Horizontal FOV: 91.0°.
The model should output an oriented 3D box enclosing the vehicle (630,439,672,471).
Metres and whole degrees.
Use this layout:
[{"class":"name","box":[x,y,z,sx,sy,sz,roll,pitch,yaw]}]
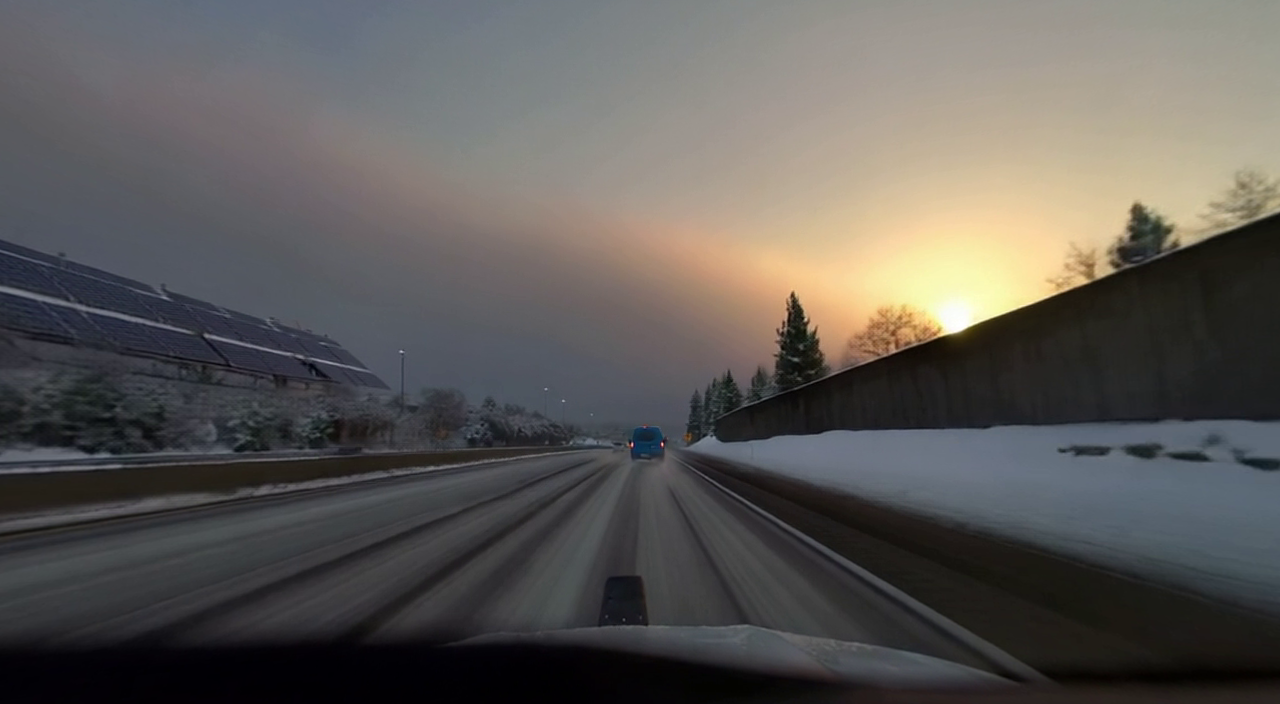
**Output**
[{"class":"vehicle","box":[0.503,5.091,31.286,1.997,1.484,3.409,0,-8,0]}]
